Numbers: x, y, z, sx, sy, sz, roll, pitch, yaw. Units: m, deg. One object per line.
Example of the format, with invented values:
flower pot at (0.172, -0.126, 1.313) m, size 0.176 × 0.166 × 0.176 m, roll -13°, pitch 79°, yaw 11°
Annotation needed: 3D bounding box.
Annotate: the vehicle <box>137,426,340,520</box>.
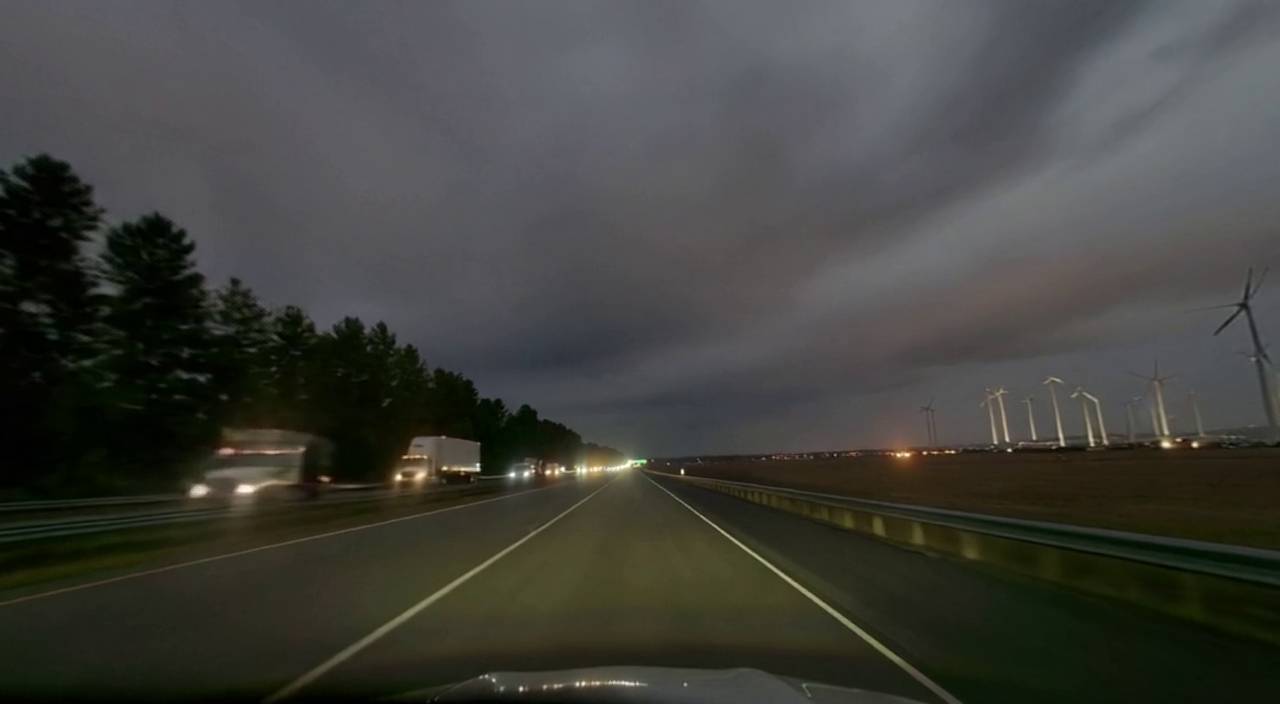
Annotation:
vehicle at (-11.864, 3.687, 19.377) m, size 2.421 × 2.406 × 5.665 m, roll 0°, pitch -11°, yaw 0°
